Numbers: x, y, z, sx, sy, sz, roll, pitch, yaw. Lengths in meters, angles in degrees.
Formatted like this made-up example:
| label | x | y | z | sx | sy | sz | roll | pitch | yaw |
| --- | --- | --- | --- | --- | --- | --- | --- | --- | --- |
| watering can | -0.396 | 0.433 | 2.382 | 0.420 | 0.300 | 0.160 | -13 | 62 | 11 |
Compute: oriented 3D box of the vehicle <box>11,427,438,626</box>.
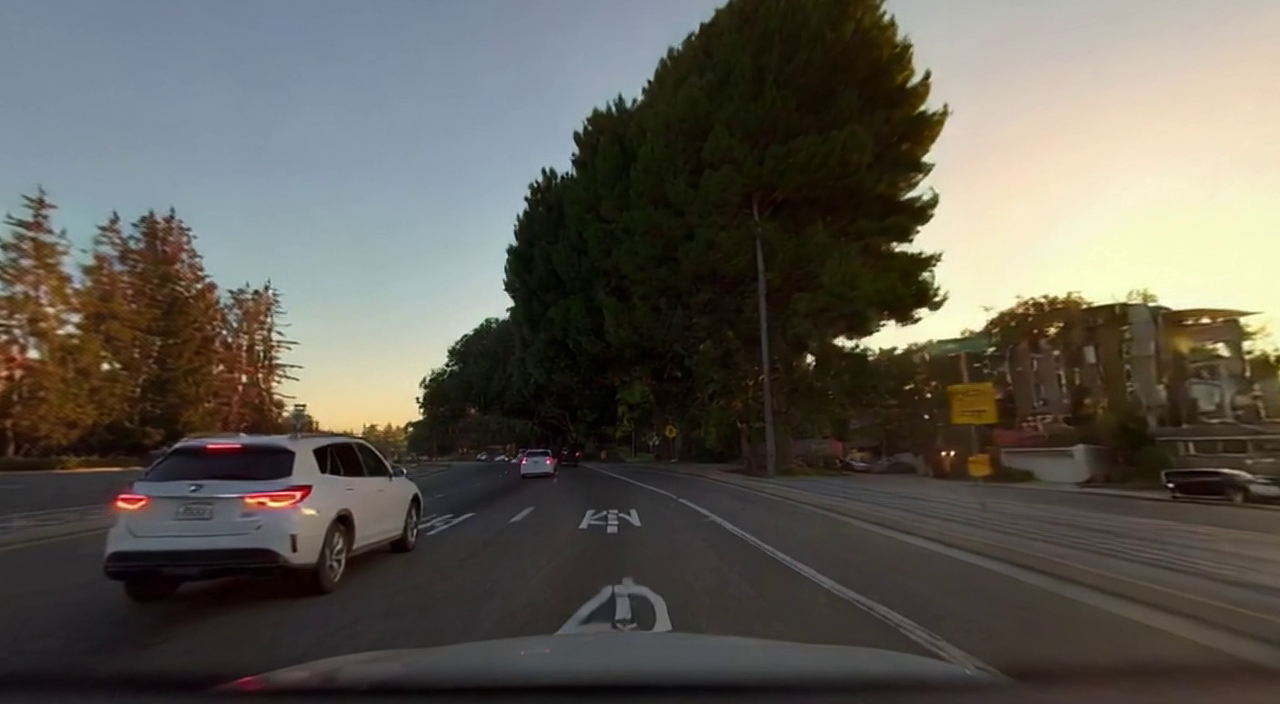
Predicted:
| label | x | y | z | sx | sy | sz | roll | pitch | yaw |
| --- | --- | --- | --- | --- | --- | --- | --- | --- | --- |
| vehicle | -4.186 | 1.786 | 7.606 | 2.098 | 1.613 | 4.606 | 0 | -8 | -2 |

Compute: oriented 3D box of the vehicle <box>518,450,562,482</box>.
| label | x | y | z | sx | sy | sz | roll | pitch | yaw |
| --- | --- | --- | --- | --- | --- | --- | --- | --- | --- |
| vehicle | -5.018 | 5.732 | 32.125 | 1.904 | 1.476 | 3.736 | 0 | -8 | -4 |

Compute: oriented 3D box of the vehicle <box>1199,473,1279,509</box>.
| label | x | y | z | sx | sy | sz | roll | pitch | yaw |
| --- | --- | --- | --- | --- | --- | --- | --- | --- | --- |
| vehicle | 33.311 | 7.390 | 33.599 | 1.820 | 1.626 | 5.319 | 1 | -9 | -8 |

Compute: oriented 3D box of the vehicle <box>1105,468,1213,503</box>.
| label | x | y | z | sx | sy | sz | roll | pitch | yaw |
| --- | --- | --- | --- | --- | --- | --- | --- | --- | --- |
| vehicle | 32.497 | 8.356 | 39.786 | 1.903 | 1.807 | 5.023 | 2 | -8 | -12 |
